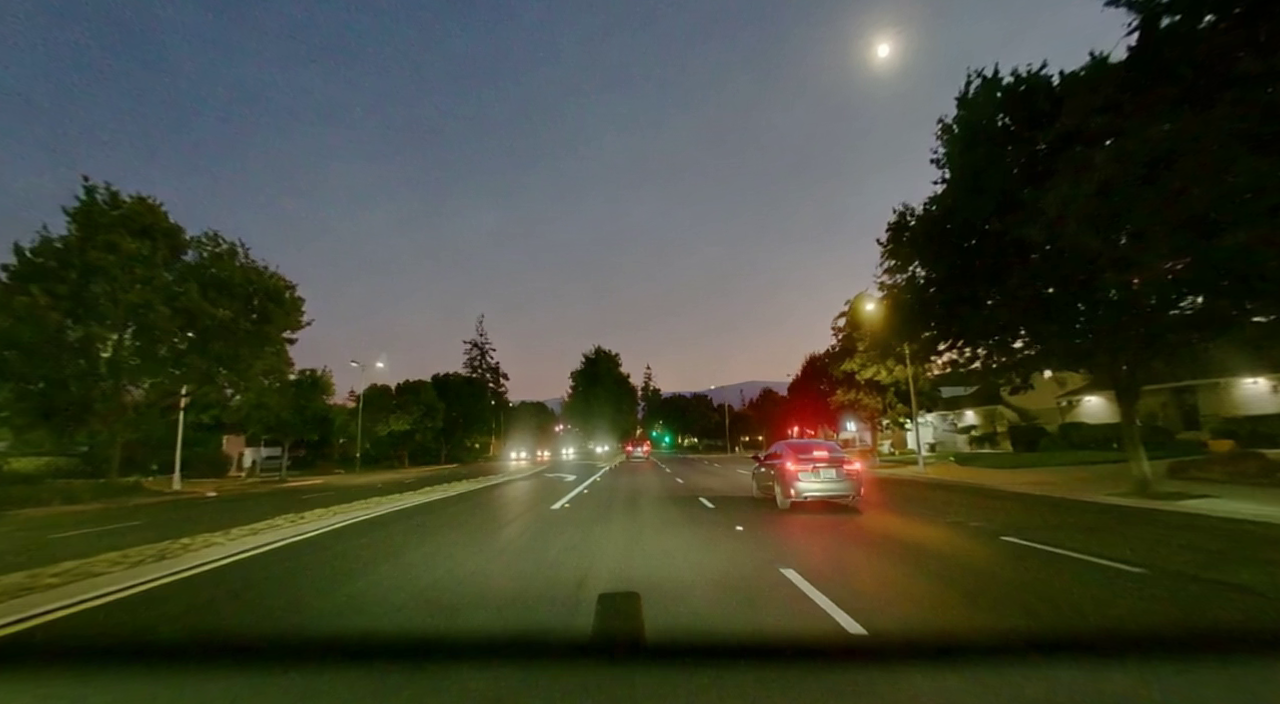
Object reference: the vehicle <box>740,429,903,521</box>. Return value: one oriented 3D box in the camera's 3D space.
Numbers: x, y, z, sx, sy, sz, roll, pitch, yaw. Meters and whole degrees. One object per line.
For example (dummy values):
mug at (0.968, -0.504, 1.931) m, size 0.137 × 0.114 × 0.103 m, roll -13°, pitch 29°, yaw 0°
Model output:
vehicle at (3.615, 2.552, 13.665) m, size 1.995 × 1.616 × 4.729 m, roll 0°, pitch -9°, yaw -2°
